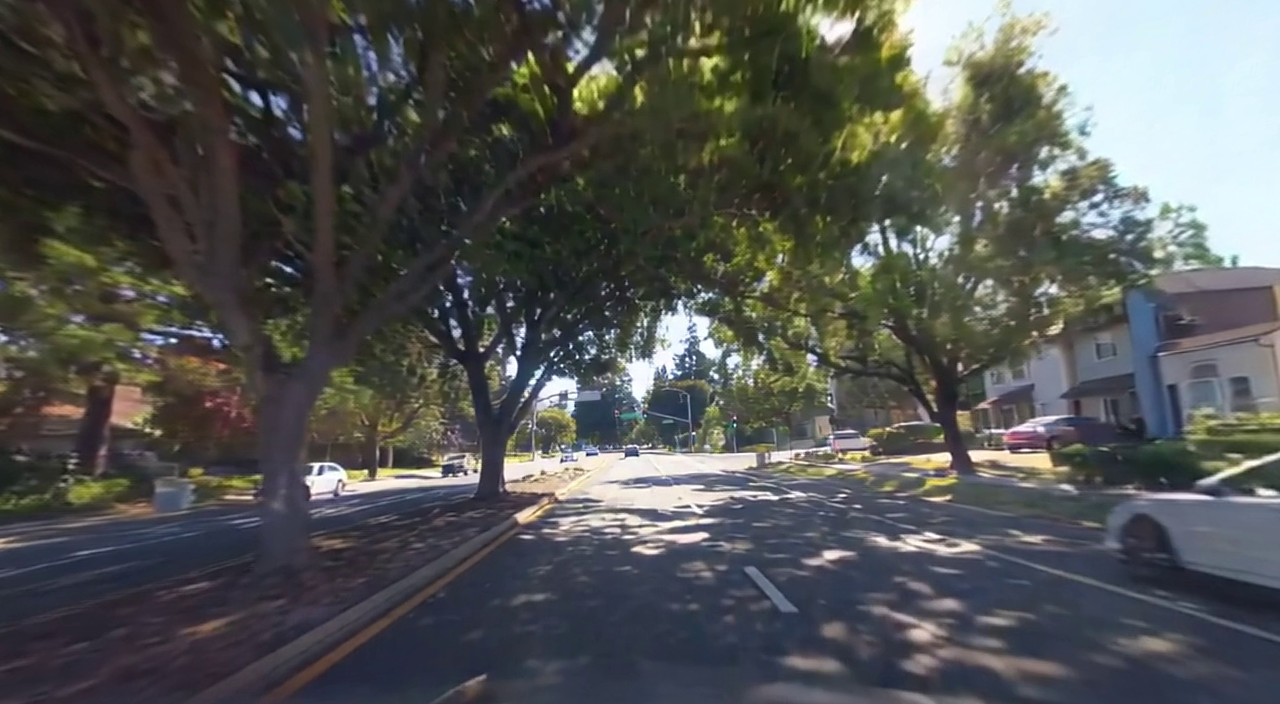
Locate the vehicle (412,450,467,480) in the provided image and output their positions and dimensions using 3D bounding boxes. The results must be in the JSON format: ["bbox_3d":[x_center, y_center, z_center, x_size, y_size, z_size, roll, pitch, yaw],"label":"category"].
[{"bbox_3d":[-13.061,7.321,41.411,2.121,1.791,4.871,0,-9,-2],"label":"vehicle"}]

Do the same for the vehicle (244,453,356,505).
[{"bbox_3d":[-12.953,4.805,24.402,1.916,1.754,4.337,0,-9,-1],"label":"vehicle"}]

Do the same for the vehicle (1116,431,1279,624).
[{"bbox_3d":[5.827,1.242,4.195,1.892,1.452,4.327,0,-9,-1],"label":"vehicle"}]
